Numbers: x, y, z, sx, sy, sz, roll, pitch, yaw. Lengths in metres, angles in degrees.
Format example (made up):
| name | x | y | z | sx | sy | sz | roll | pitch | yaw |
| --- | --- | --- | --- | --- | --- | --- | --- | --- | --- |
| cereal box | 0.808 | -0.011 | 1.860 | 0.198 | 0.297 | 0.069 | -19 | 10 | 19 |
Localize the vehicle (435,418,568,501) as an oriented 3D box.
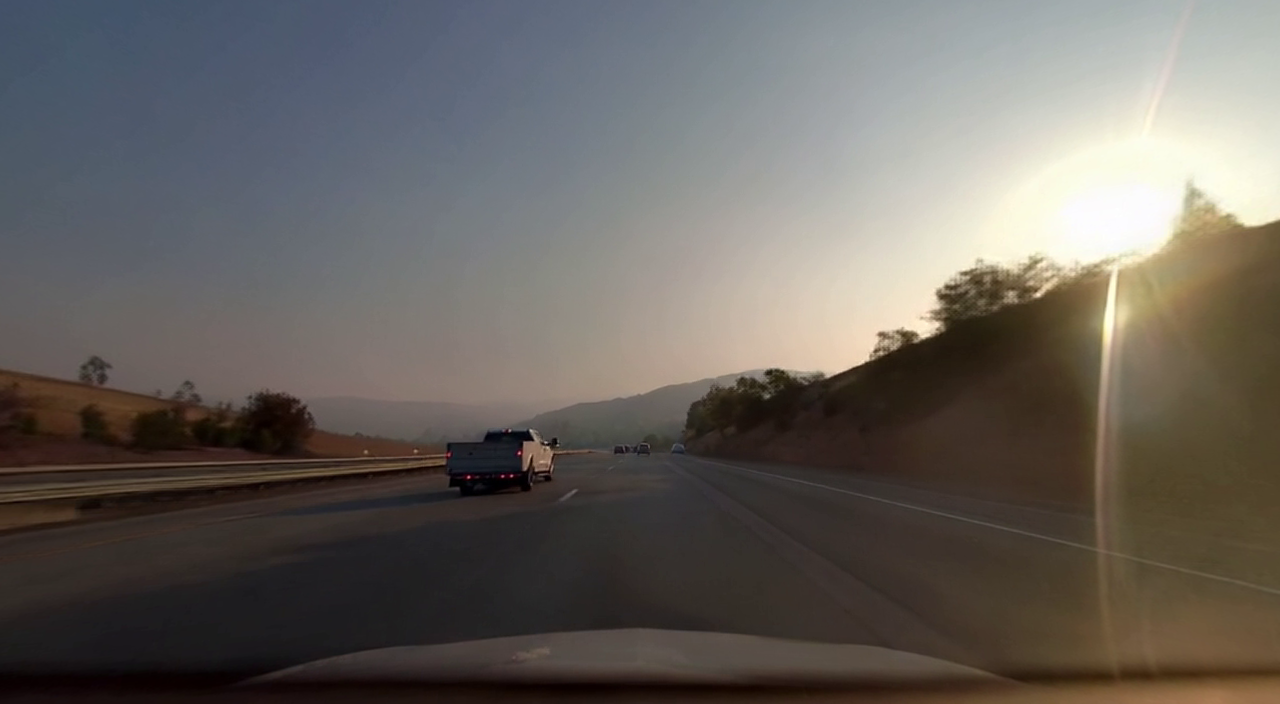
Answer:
| name | x | y | z | sx | sy | sz | roll | pitch | yaw |
| --- | --- | --- | --- | --- | --- | --- | --- | --- | --- |
| vehicle | -3.551 | 2.904 | 17.505 | 2.379 | 1.918 | 5.504 | 0 | -8 | 1 |
